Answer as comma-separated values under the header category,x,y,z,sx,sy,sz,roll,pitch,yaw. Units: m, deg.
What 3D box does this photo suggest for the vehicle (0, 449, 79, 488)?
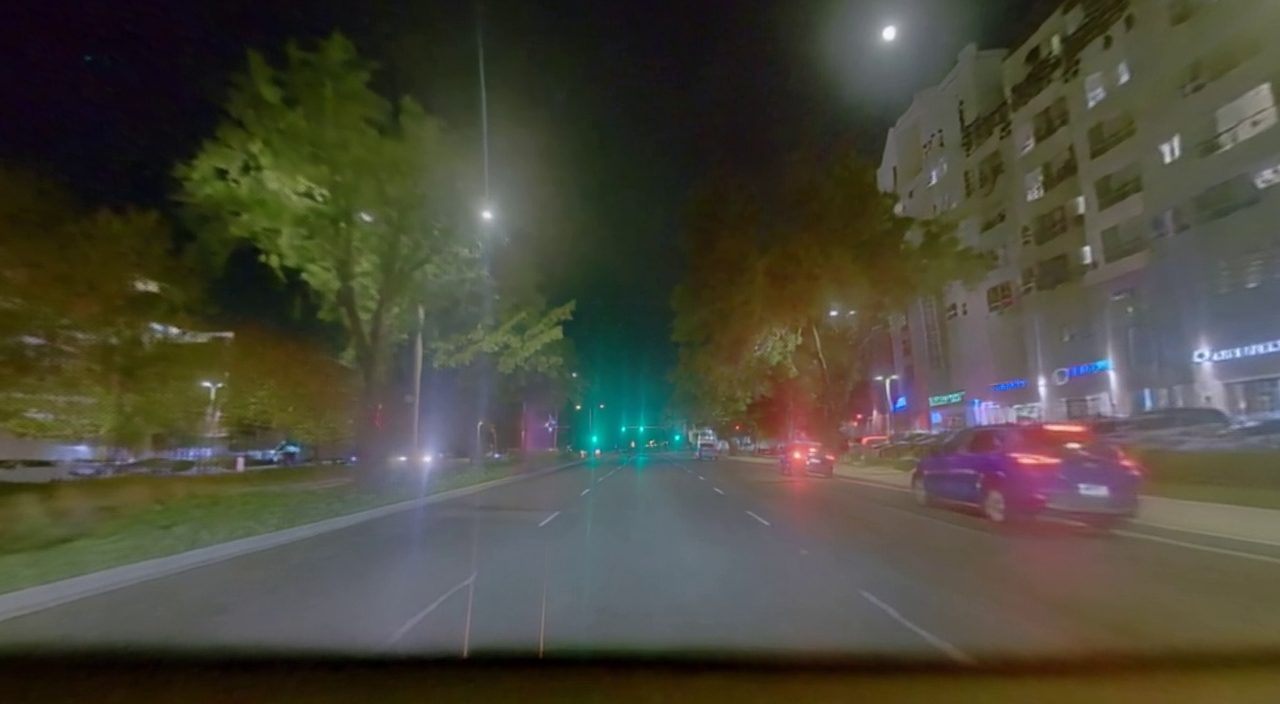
category,x,y,z,sx,sy,sz,roll,pitch,yaw
vehicle,-31.935,5.895,31.957,4.797,1.850,2.224,0,-8,0

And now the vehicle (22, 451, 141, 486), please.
category,x,y,z,sx,sy,sz,roll,pitch,yaw
vehicle,-32.247,6.705,36.486,4.740,1.853,2.161,0,-8,-1

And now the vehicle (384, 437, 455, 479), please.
category,x,y,z,sx,sy,sz,roll,pitch,yaw
vehicle,-12.076,5.792,34.896,2.157,2.139,4.800,0,-8,0

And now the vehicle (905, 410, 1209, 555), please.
category,x,y,z,sx,sy,sz,roll,pitch,yaw
vehicle,7.101,2.244,11.675,2.157,2.057,4.994,0,-8,0

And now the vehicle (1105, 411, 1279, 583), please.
category,x,y,z,sx,sy,sz,roll,pitch,yaw
vehicle,7.031,1.376,6.024,1.919,1.616,4.315,0,-8,2

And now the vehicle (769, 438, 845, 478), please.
category,x,y,z,sx,sy,sz,roll,pitch,yaw
vehicle,7.281,4.654,28.075,2.122,1.602,4.928,-1,-8,1
